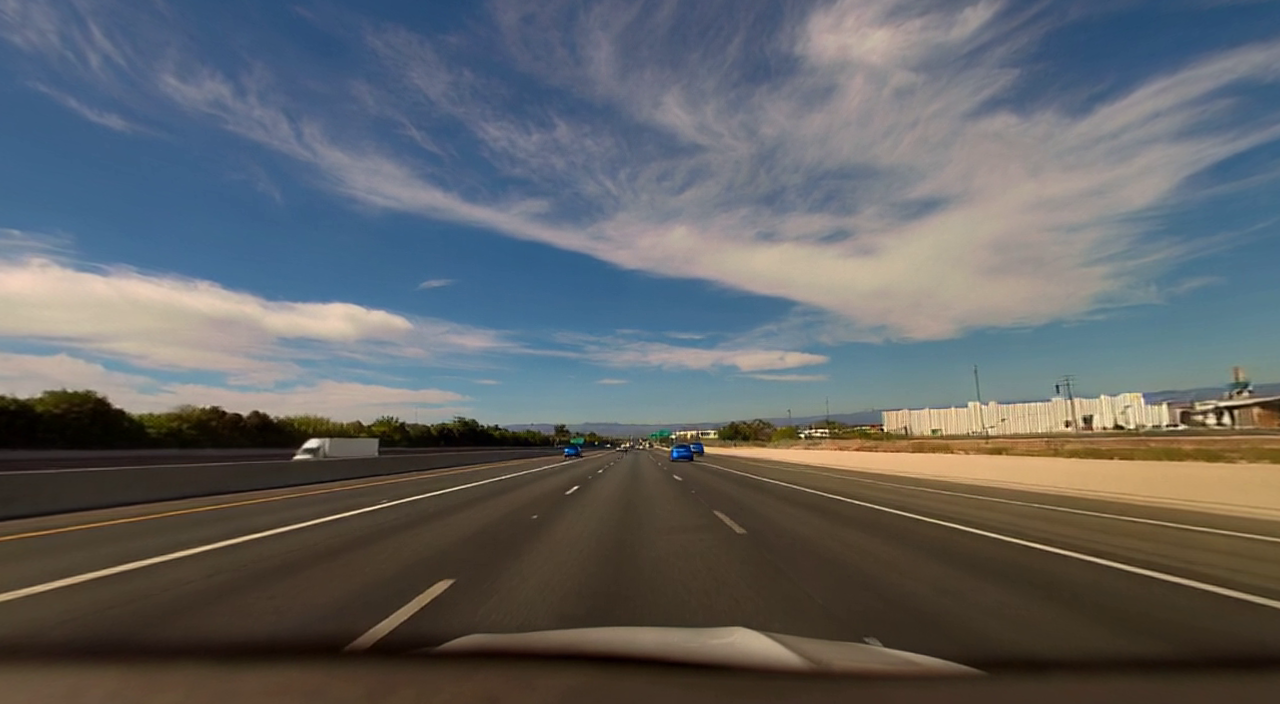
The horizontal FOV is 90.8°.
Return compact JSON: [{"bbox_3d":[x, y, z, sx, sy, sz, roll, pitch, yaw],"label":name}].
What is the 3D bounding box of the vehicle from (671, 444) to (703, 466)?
[{"bbox_3d":[3.395,7.493,46.285,2.000,1.533,3.770,0,-8,-1],"label":"vehicle"}]
